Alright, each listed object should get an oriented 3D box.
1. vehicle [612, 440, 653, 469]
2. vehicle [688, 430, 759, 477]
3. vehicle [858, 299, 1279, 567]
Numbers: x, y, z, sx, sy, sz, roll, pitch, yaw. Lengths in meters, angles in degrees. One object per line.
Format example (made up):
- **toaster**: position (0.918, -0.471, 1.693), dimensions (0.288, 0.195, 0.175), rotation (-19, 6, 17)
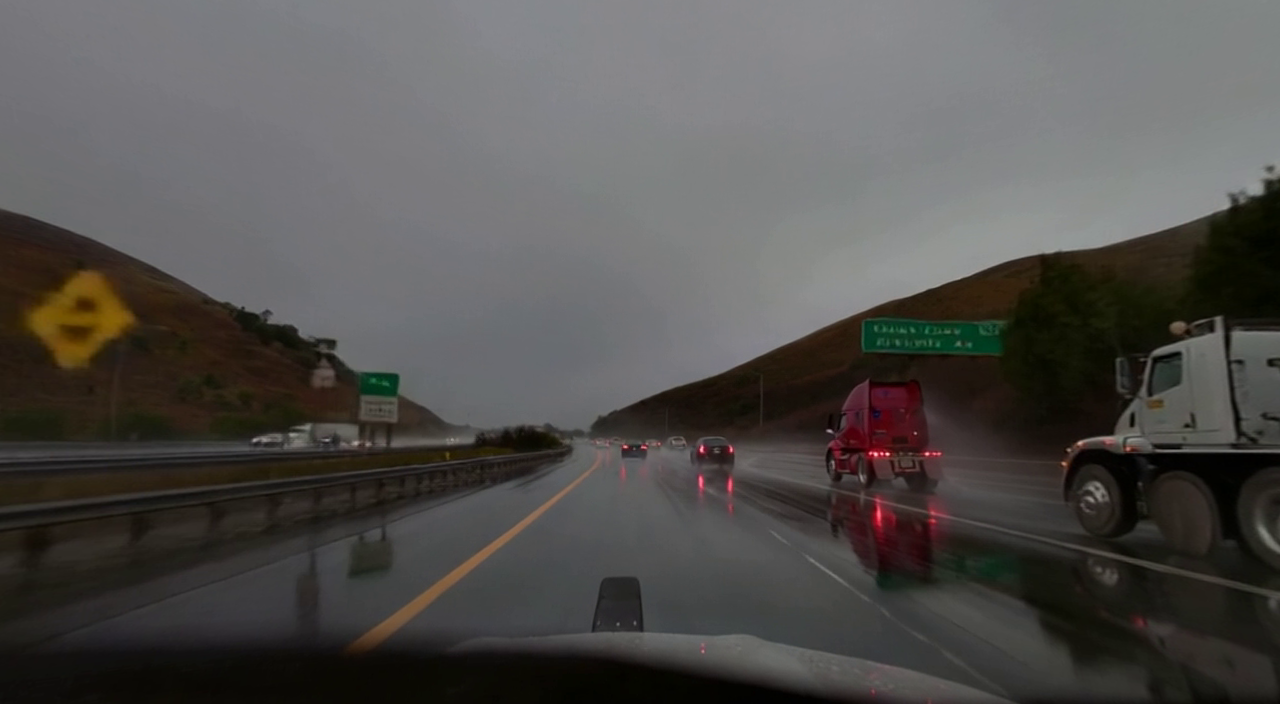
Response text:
- **vehicle**: position (-0.471, 5.558, 34.294), dimensions (2.083, 1.477, 3.965), rotation (0, -9, -2)
- **vehicle**: position (3.361, 4.219, 26.400), dimensions (2.098, 1.794, 4.561), rotation (0, -9, -3)
- **vehicle**: position (7.394, 1.583, 11.869), dimensions (2.880, 2.975, 9.608), rotation (0, -9, -2)
